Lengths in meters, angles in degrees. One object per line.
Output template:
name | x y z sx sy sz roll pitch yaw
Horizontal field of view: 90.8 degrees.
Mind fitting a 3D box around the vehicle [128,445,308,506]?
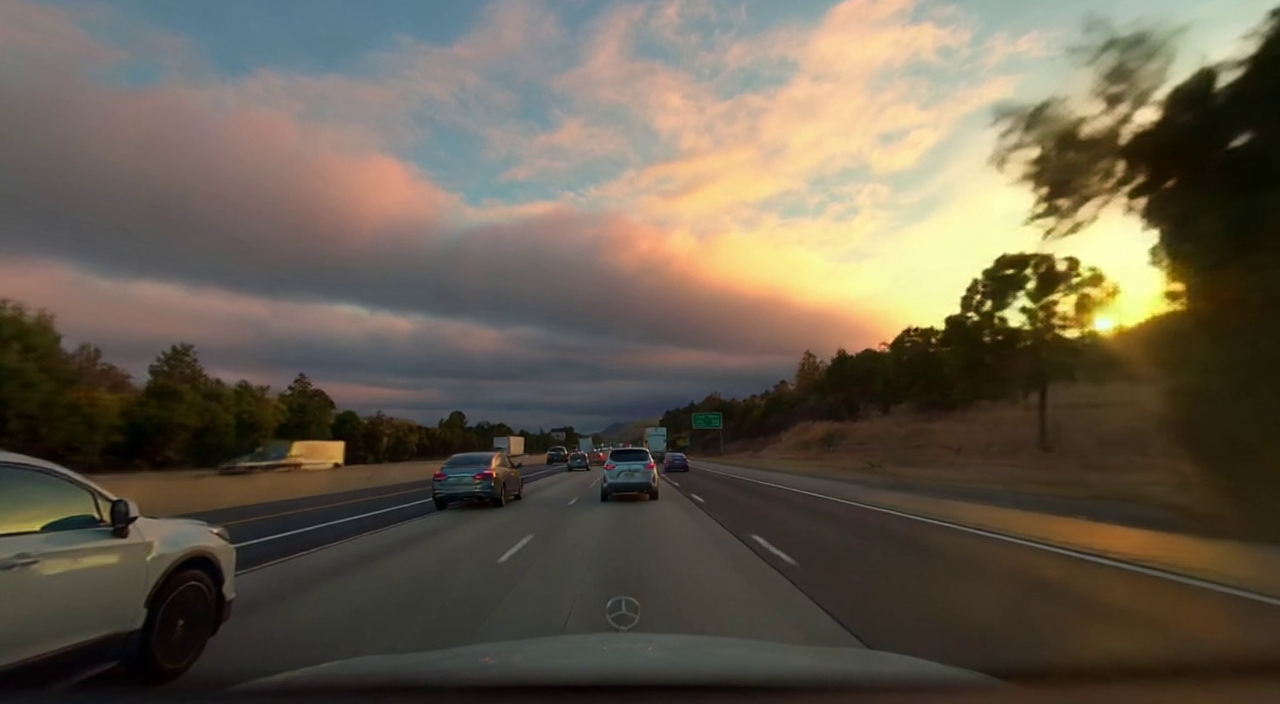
vehicle | -11.521 3.377 17.715 1.977 1.452 4.461 0 -9 -1

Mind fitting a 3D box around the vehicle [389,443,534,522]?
vehicle | -3.811 2.873 14.419 1.988 1.501 4.438 0 -9 0

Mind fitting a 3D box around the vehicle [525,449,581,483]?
vehicle | -4.028 5.338 29.898 1.999 1.484 4.269 0 -9 1

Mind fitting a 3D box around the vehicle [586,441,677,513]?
vehicle | -0.193 3.025 15.676 1.996 1.574 3.426 0 -9 0

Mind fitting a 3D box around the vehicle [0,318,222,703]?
vehicle | -3.960 0.629 1.661 2.243 1.889 4.949 0 -9 1
